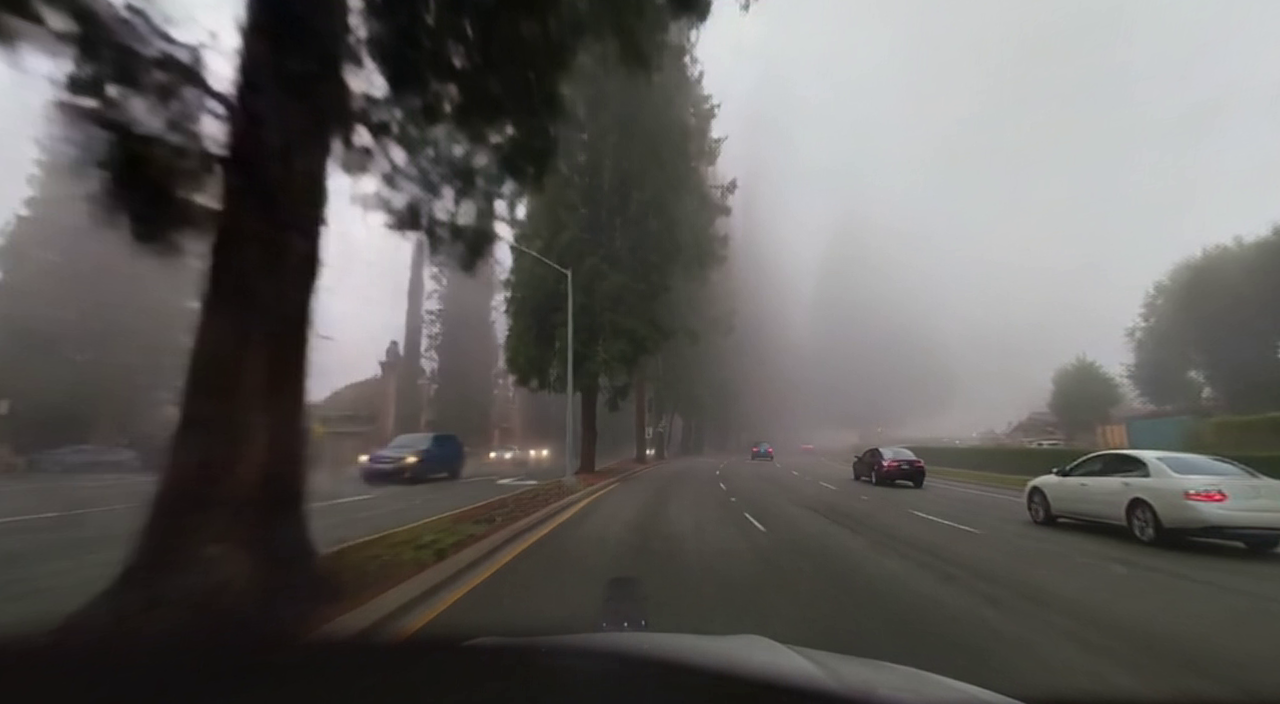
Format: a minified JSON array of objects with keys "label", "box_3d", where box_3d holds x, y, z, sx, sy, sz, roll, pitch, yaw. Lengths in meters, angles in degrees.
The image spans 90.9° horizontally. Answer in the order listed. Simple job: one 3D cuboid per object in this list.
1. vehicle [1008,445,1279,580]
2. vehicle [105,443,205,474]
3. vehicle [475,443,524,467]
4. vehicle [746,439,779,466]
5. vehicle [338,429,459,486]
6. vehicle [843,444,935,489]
[{"label":"vehicle","box_3d":[7.301,2.006,8.829,1.783,1.386,4.433,-1,-8,3]},{"label":"vehicle","box_3d":[-33.525,7.338,43.755,2.050,1.962,4.953,-4,-9,26]},{"label":"vehicle","box_3d":[-8.991,6.612,40.597,1.764,1.457,3.794,-2,-8,9]},{"label":"vehicle","box_3d":[8.124,6.689,42.112,1.991,1.684,4.127,-2,-8,10]},{"label":"vehicle","box_3d":[-8.057,3.566,21.544,2.024,1.729,4.371,-1,-8,6]},{"label":"vehicle","box_3d":[8.978,4.122,23.110,1.855,1.444,4.389,-1,-8,4]}]
